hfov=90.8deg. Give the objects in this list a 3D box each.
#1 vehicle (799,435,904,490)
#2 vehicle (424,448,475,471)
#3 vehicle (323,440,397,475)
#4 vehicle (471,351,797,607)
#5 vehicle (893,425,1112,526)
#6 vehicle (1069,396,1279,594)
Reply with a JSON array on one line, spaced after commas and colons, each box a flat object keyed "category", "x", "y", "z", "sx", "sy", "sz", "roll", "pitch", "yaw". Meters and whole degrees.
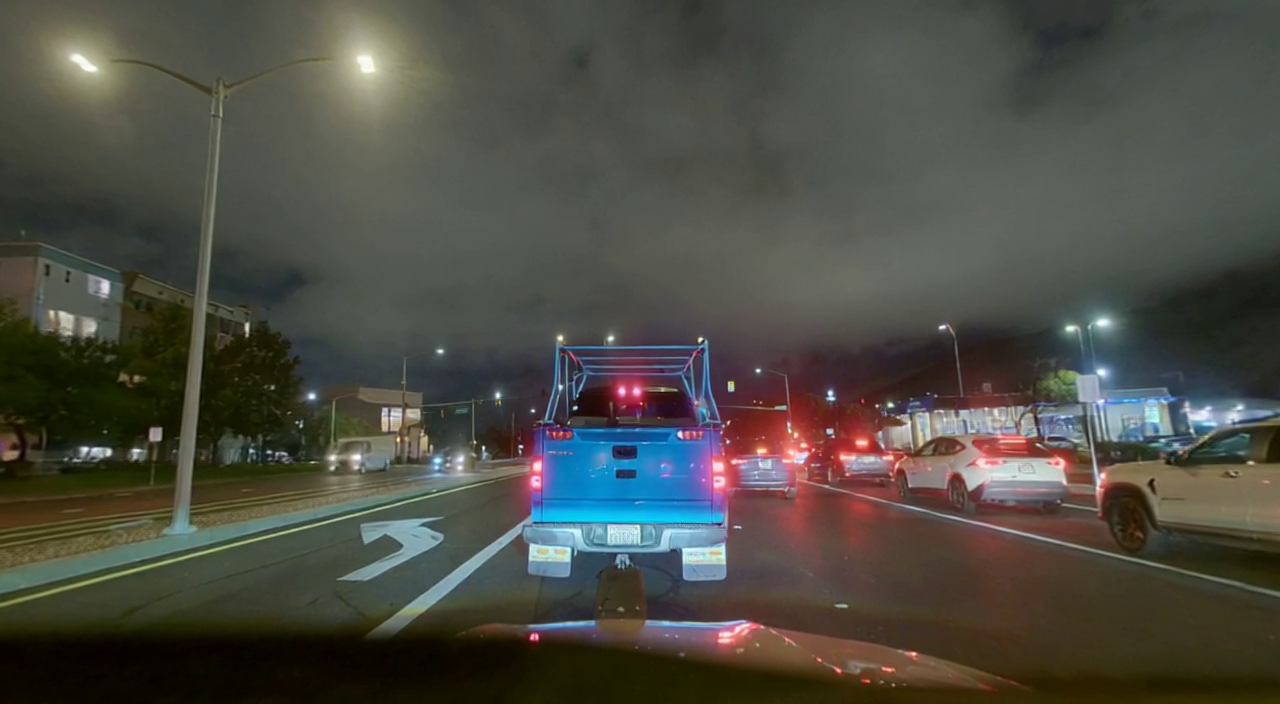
[{"category": "vehicle", "x": 7.059, "y": 3.732, "z": 21.605, "sx": 1.953, "sy": 1.665, "sz": 4.327, "roll": 0, "pitch": -9, "yaw": -2}, {"category": "vehicle", "x": -12.559, "y": 7.096, "z": 41.949, "sx": 1.983, "sy": 1.449, "sz": 4.501, "roll": 0, "pitch": -9, "yaw": 0}, {"category": "vehicle", "x": -19.316, "y": 7.289, "z": 43.946, "sx": 2.700, "sy": 2.296, "sz": 5.270, "roll": 0, "pitch": -9, "yaw": -1}, {"category": "vehicle", "x": -0.096, "y": 1.464, "z": 8.169, "sx": 2.682, "sy": 2.117, "sz": 5.706, "roll": 0, "pitch": -9, "yaw": -1}, {"category": "vehicle", "x": 7.065, "y": 2.435, "z": 12.968, "sx": 1.931, "sy": 1.692, "sz": 4.267, "roll": 0, "pitch": -9, "yaw": 0}, {"category": "vehicle", "x": 6.804, "y": 1.363, "z": 6.162, "sx": 2.023, "sy": 1.771, "sz": 4.488, "roll": 0, "pitch": -9, "yaw": 0}]
